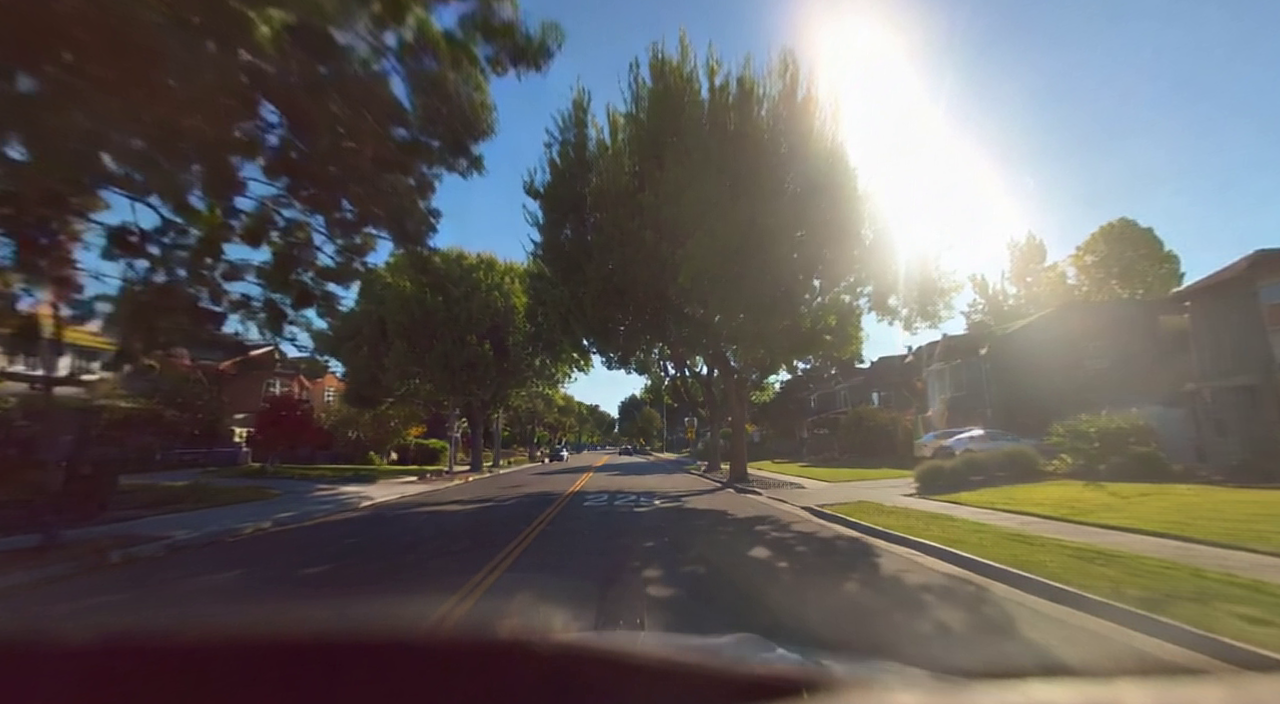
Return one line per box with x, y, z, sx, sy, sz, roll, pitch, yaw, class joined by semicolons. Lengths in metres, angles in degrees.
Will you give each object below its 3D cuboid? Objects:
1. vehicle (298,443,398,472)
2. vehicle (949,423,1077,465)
-15.455;5.625;33.657;4.388;1.449;1.882;0;-9;-3;vehicle
15.845;3.933;26.987;4.198;1.697;1.984;1;-9;-5;vehicle
